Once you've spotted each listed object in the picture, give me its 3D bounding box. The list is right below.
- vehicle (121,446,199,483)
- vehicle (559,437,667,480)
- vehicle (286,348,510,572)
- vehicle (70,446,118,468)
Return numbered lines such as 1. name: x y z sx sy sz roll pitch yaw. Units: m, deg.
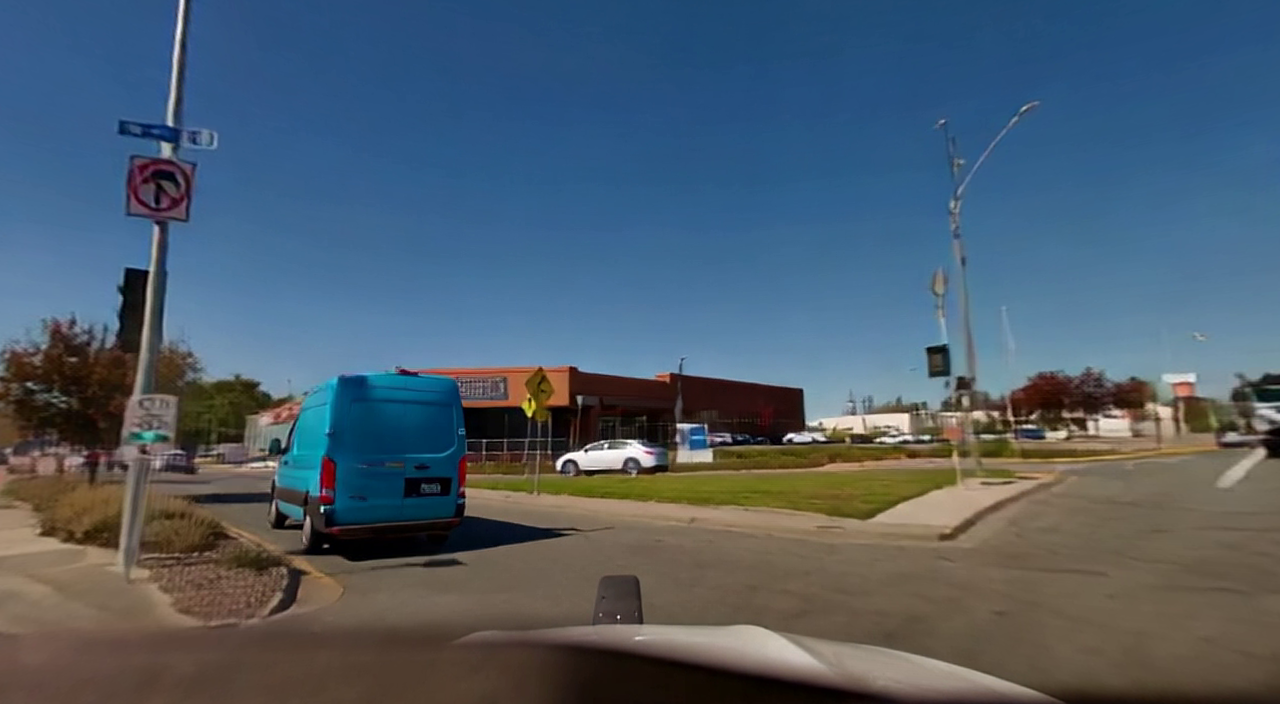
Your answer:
1. vehicle: -21.680 5.021 28.233 4.457 1.533 1.933 -8 -12 42
2. vehicle: -1.015 4.225 24.988 4.109 1.592 2.008 0 -9 0
3. vehicle: -4.320 1.712 10.444 2.432 2.624 5.670 5 -10 -30
4. vehicle: -38.455 7.387 44.101 4.243 1.458 1.839 -8 -12 41
